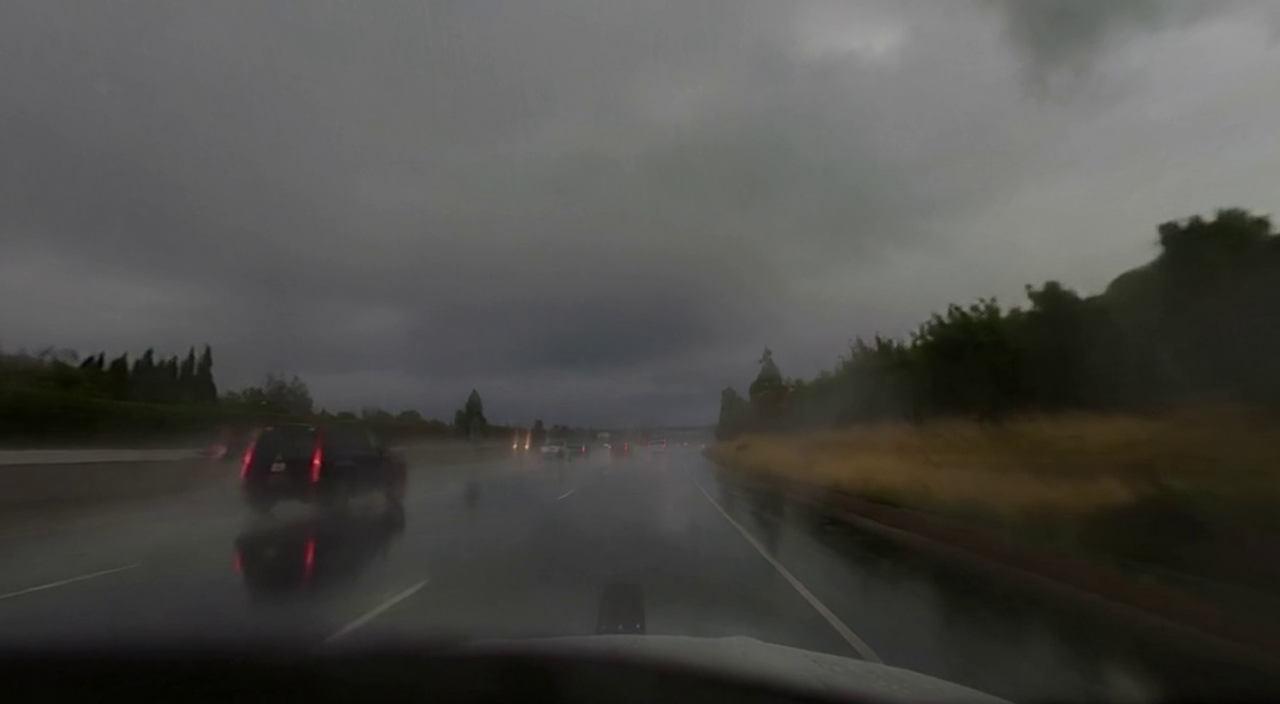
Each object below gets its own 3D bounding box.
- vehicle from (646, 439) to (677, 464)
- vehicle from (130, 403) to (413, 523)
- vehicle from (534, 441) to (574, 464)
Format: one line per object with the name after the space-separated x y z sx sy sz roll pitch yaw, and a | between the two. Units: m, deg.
1.609 7.267 46.078 2.141 1.706 4.065 0 -8 3 | vehicle
-7.110 2.233 13.256 2.438 1.967 5.596 0 -8 1 | vehicle
-6.132 7.210 45.381 1.986 1.534 4.255 0 -8 3 | vehicle
